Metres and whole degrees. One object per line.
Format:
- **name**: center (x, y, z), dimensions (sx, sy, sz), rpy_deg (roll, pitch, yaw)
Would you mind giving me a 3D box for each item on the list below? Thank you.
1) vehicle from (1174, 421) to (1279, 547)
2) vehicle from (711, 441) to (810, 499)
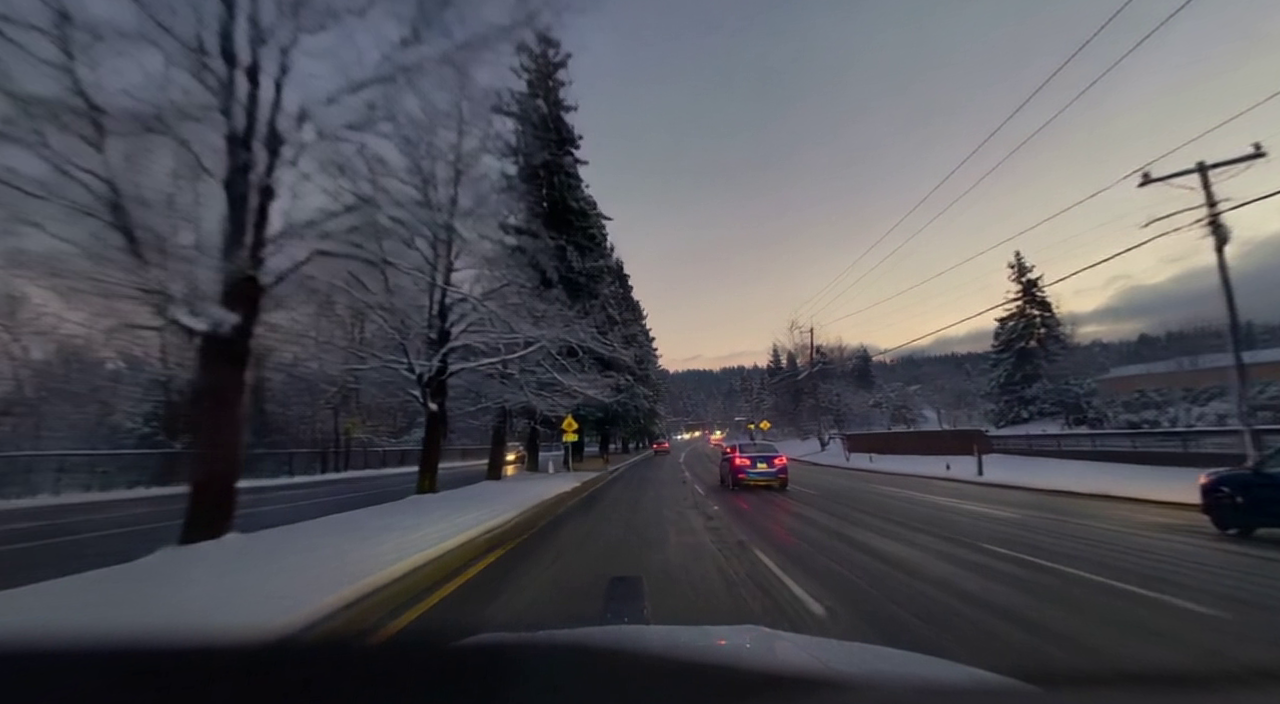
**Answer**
- **vehicle**: center (9.751, 1.725, 8.040), dimensions (1.978, 1.700, 4.461), rpy_deg (0, -8, 1)
- **vehicle**: center (3.358, 3.364, 18.400), dimensions (2.063, 1.481, 4.247), rpy_deg (0, -8, 0)
